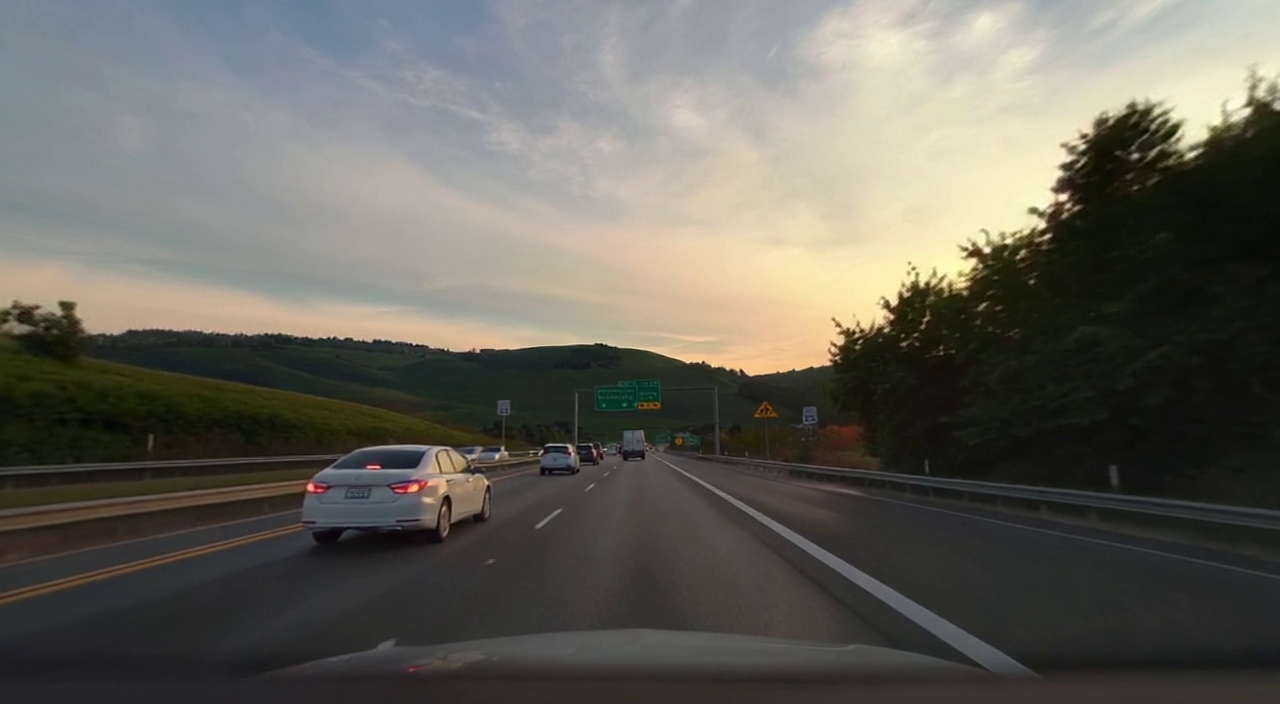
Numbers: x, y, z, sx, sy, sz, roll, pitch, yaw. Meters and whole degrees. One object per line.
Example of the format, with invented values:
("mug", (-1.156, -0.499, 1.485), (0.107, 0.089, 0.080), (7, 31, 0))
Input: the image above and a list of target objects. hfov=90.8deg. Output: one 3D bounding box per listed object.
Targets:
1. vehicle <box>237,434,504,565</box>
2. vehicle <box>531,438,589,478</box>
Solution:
("vehicle", (-3.514, 2.004, 9.376), (1.988, 1.440, 4.504), (0, -9, 0))
("vehicle", (-3.563, 4.836, 28.910), (2.073, 1.694, 4.162), (0, -9, 1))
